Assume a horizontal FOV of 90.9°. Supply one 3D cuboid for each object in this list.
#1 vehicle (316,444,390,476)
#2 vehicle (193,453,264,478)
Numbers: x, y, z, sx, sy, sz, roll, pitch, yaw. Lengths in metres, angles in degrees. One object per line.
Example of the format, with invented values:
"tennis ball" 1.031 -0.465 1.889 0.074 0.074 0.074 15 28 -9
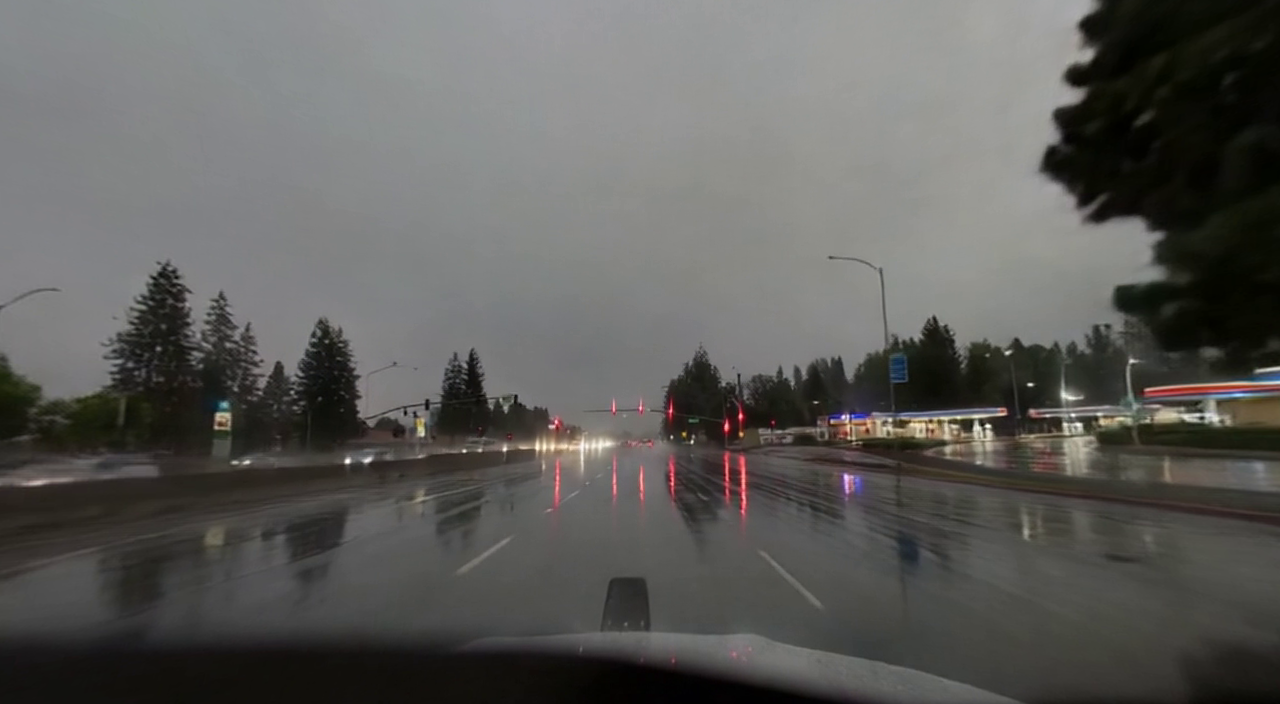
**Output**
"vehicle" -14.812 5.569 32.811 1.880 1.496 4.246 0 -8 0
"vehicle" -26.448 7.284 40.655 1.851 1.421 3.935 0 -8 0
